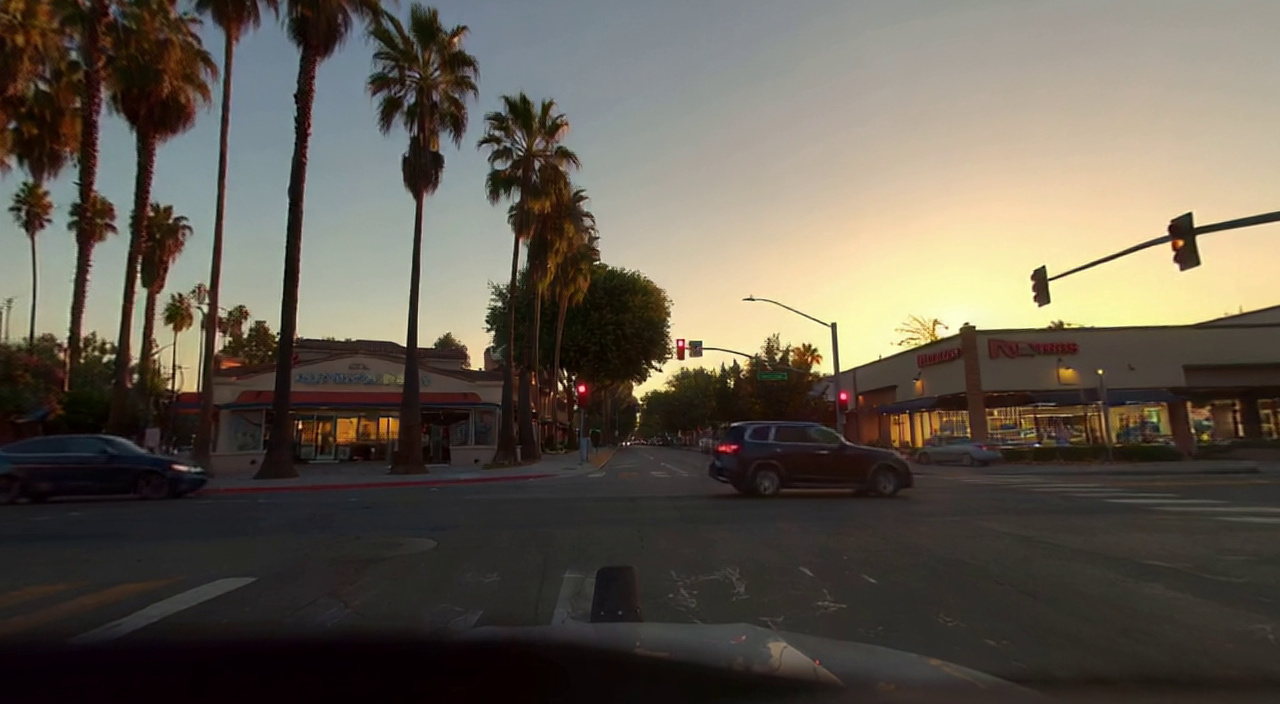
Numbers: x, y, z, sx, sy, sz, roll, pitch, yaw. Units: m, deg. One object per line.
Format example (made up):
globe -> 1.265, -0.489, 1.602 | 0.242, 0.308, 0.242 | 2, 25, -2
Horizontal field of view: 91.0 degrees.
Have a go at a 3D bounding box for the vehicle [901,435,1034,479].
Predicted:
vehicle -> 13.631, 4.406, 26.573 | 4.722, 1.717, 2.000 | -3, -9, 23

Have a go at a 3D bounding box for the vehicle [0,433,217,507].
vehicle -> -14.054, 2.962, 16.088 | 4.854, 1.699, 2.152 | 3, -9, -18

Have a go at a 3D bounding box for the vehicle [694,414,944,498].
vehicle -> 4.378, 2.630, 16.109 | 5.619, 1.951, 2.321 | 1, -8, -5
